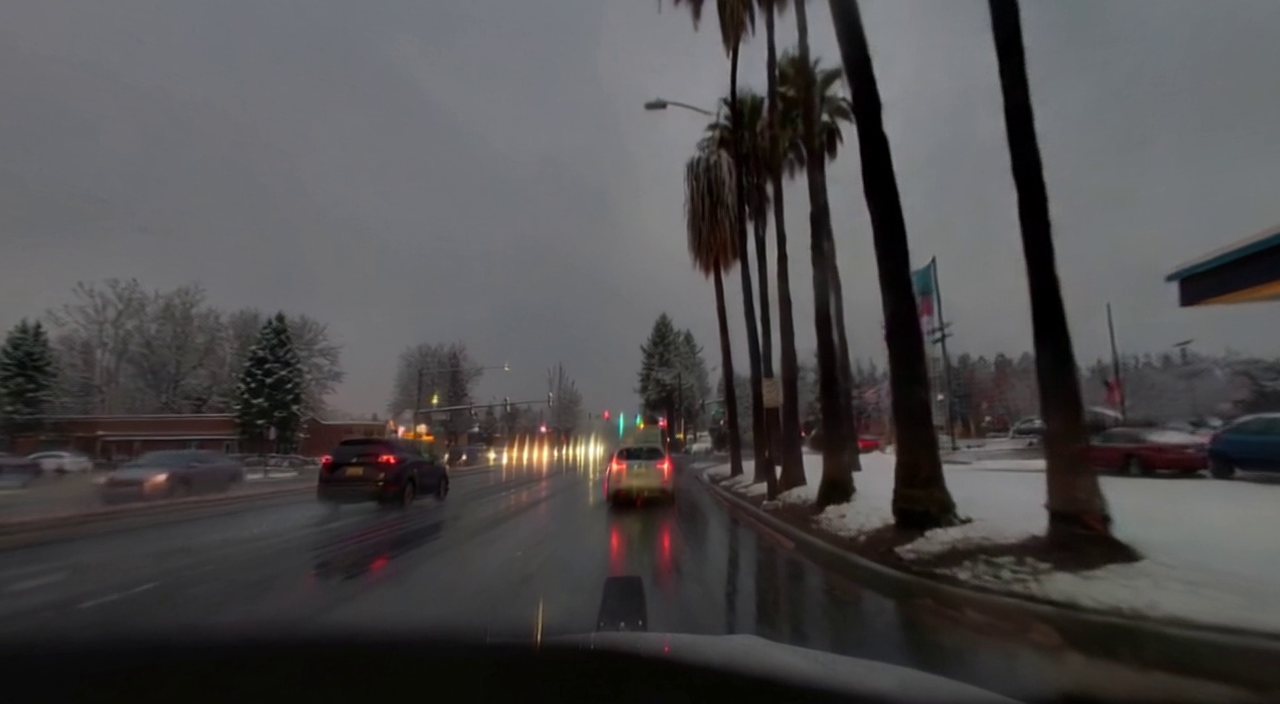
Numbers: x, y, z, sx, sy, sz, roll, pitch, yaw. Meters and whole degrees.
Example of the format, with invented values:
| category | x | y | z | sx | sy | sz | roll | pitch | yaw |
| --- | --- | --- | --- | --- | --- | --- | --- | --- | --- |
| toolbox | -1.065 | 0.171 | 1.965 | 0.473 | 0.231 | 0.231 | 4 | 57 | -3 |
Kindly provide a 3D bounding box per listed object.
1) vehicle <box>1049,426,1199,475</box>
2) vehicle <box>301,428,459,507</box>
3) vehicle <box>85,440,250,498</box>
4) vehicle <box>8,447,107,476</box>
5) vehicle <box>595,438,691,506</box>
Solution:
| category | x | y | z | sx | sy | sz | roll | pitch | yaw |
| --- | --- | --- | --- | --- | --- | --- | --- | --- | --- |
| vehicle | 16.709 | 3.461 | 22.029 | 1.902 | 1.502 | 4.395 | 0 | -9 | 3 |
| vehicle | -6.308 | 2.861 | 15.902 | 2.057 | 1.705 | 4.394 | 0 | -9 | 1 |
| vehicle | -16.427 | 4.084 | 22.250 | 2.136 | 1.786 | 4.798 | 1 | -9 | -2 |
| vehicle | -35.550 | 6.688 | 38.492 | 1.888 | 1.650 | 4.369 | 1 | -9 | -3 |
| vehicle | 0.070 | 3.025 | 16.263 | 2.145 | 1.483 | 4.453 | 0 | -9 | 0 |
